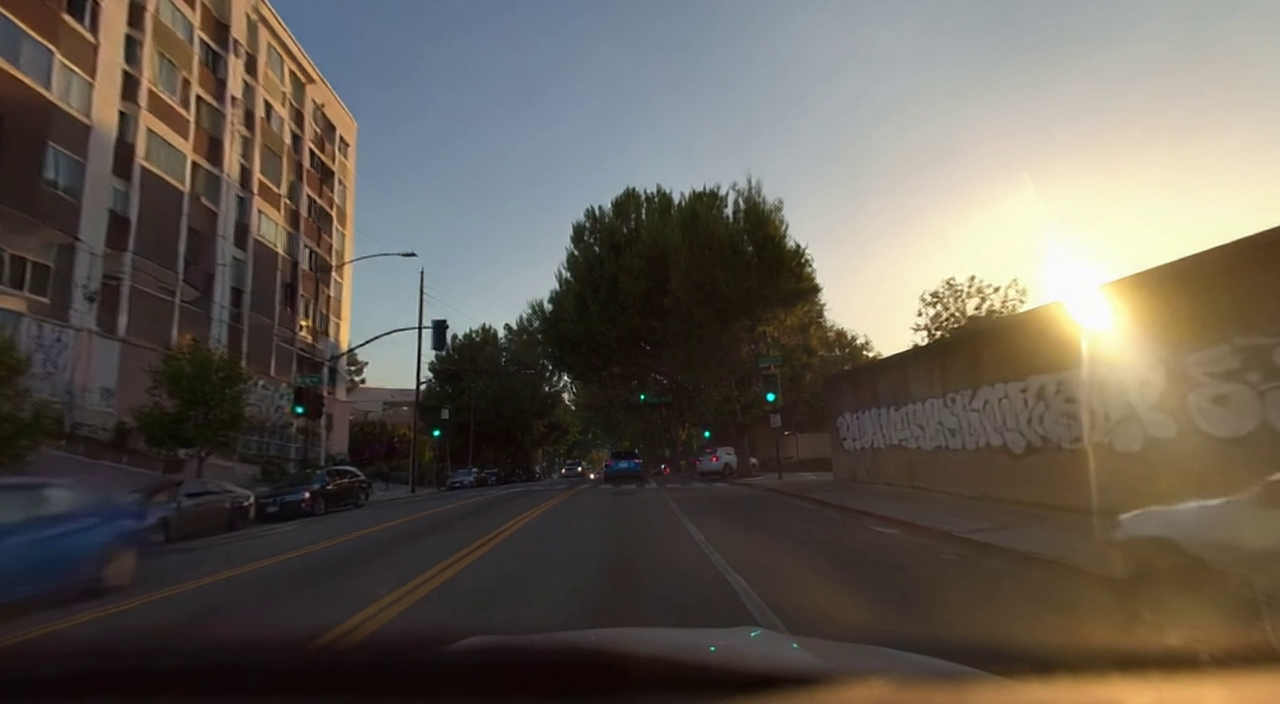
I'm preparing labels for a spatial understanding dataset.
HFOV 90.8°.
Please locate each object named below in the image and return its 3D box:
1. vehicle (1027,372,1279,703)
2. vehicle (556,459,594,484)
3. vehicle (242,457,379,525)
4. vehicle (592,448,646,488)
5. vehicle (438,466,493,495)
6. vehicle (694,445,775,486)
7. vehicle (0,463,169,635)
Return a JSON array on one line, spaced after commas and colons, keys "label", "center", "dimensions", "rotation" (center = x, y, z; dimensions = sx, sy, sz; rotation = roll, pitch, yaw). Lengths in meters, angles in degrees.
[{"label": "vehicle", "center": [4.071, 0.914, 2.587], "dimensions": [2.025, 1.758, 4.463], "rotation": [0, -8, -2]}, {"label": "vehicle", "center": [-4.359, 8.113, 43.032], "dimensions": [2.095, 1.447, 4.202], "rotation": [0, -8, 0]}, {"label": "vehicle", "center": [-11.016, 4.616, 21.601], "dimensions": [2.199, 1.717, 4.888], "rotation": [-5, -8, -2]}, {"label": "vehicle", "center": [-0.885, 5.056, 27.888], "dimensions": [2.166, 1.579, 4.300], "rotation": [0, -8, -1]}, {"label": "vehicle", "center": [-10.877, 8.031, 39.695], "dimensions": [2.070, 1.476, 4.508], "rotation": [-1, -8, 1]}, {"label": "vehicle", "center": [4.590, 5.337, 30.220], "dimensions": [2.207, 1.761, 4.292], "rotation": [-6, -10, 32]}, {"label": "vehicle", "center": [-6.510, 1.732, 5.228], "dimensions": [2.040, 1.402, 4.237], "rotation": [-2, -8, -1]}]
